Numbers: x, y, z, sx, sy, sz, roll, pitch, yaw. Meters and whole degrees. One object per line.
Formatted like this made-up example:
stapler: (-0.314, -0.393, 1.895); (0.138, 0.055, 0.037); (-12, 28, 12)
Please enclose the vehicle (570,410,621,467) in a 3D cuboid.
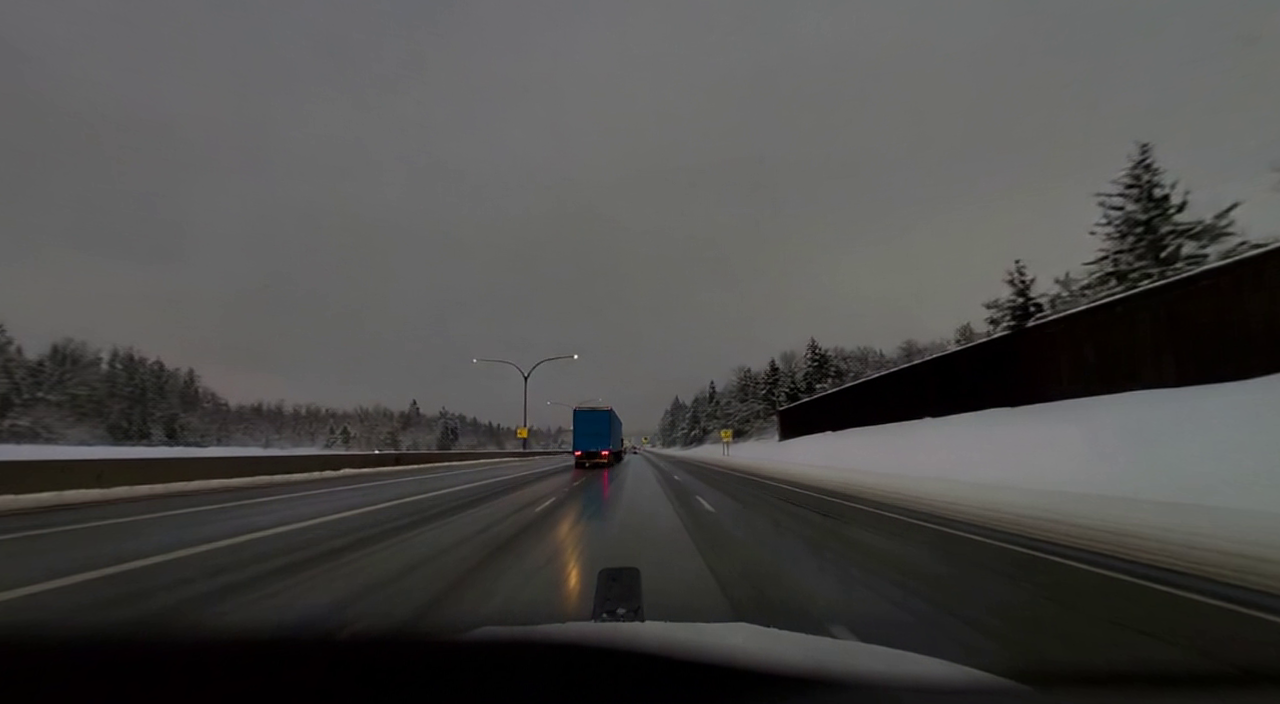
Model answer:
vehicle: (-3.255, 6.834, 49.344); (3.059, 3.956, 11.036); (0, -9, 1)
